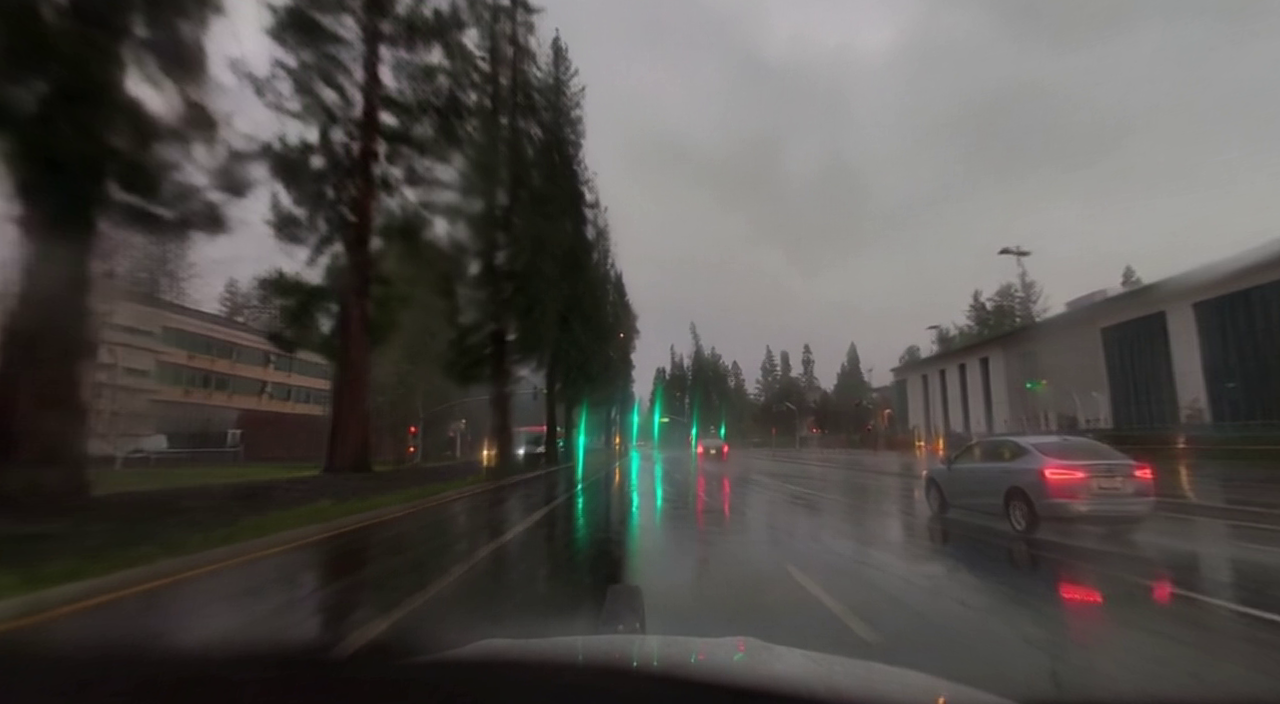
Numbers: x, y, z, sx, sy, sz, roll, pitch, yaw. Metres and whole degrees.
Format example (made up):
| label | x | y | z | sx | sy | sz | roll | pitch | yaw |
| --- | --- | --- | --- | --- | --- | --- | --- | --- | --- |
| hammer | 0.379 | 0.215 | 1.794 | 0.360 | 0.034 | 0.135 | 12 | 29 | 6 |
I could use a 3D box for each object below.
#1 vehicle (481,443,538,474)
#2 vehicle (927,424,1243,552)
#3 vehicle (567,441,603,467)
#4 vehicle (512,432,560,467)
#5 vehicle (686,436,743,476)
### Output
| label | x | y | z | sx | sy | sz | roll | pitch | yaw |
| --- | --- | --- | --- | --- | --- | --- | --- | --- | --- |
| vehicle | -6.638 | 5.451 | 32.544 | 1.970 | 1.483 | 4.269 | -1 | -8 | 0 |
| vehicle | 6.725 | 2.068 | 10.324 | 2.000 | 1.618 | 4.238 | 0 | -9 | -1 |
| vehicle | -3.559 | 6.723 | 41.664 | 1.948 | 1.595 | 4.256 | -1 | -8 | 0 |
| vehicle | -6.678 | 6.368 | 41.279 | 2.141 | 2.111 | 5.940 | -1 | -9 | 0 |
| vehicle | 3.495 | 4.992 | 30.593 | 2.095 | 1.759 | 4.862 | 0 | -9 | -1 |
